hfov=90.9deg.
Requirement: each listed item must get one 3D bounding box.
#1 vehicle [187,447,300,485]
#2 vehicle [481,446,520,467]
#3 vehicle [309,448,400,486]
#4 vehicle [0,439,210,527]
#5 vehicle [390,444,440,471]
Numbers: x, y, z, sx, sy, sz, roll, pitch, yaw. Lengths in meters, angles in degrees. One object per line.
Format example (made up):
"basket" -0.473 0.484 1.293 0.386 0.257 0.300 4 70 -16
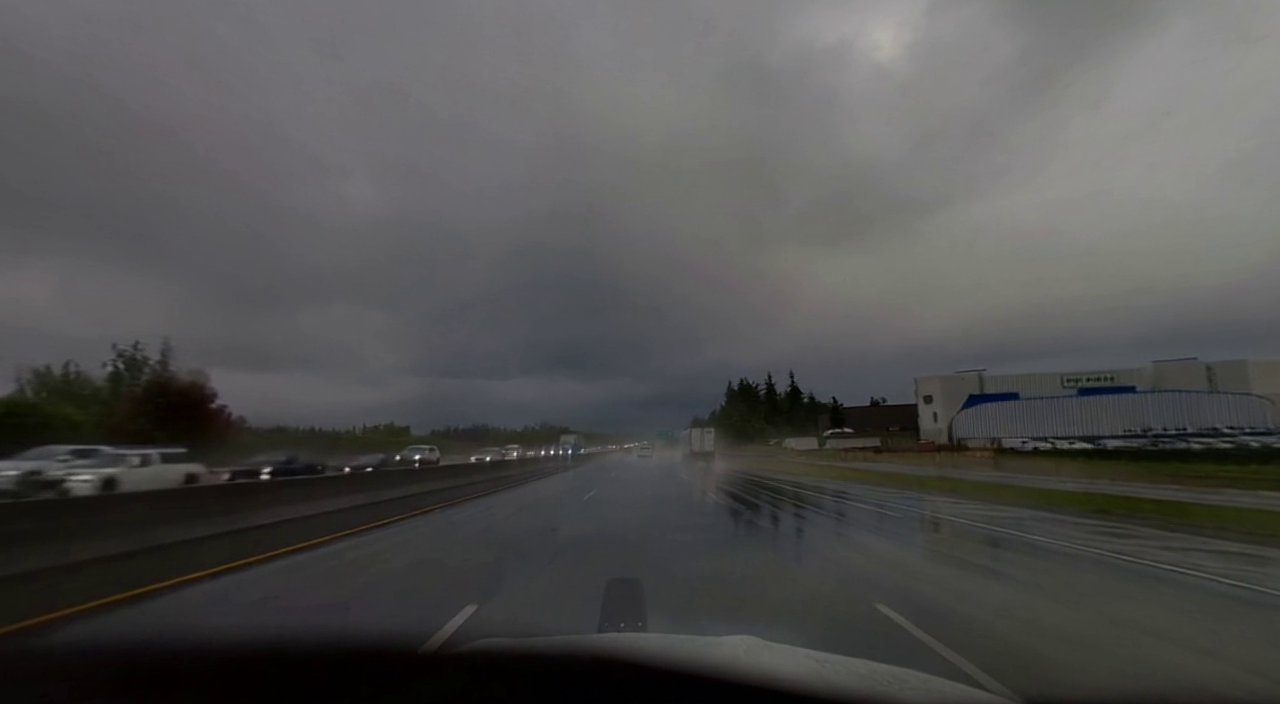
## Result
"vehicle" -17.172 4.939 27.608 1.905 1.478 4.646 0 -9 0
"vehicle" -10.906 8.170 49.546 1.969 1.539 4.401 -1 -9 2
"vehicle" -11.635 4.710 26.004 1.893 1.419 3.812 -1 -9 1
"vehicle" -11.669 2.597 13.077 2.025 1.474 4.804 0 -9 1
"vehicle" -16.188 7.582 45.531 1.985 1.819 4.284 0 -9 0
